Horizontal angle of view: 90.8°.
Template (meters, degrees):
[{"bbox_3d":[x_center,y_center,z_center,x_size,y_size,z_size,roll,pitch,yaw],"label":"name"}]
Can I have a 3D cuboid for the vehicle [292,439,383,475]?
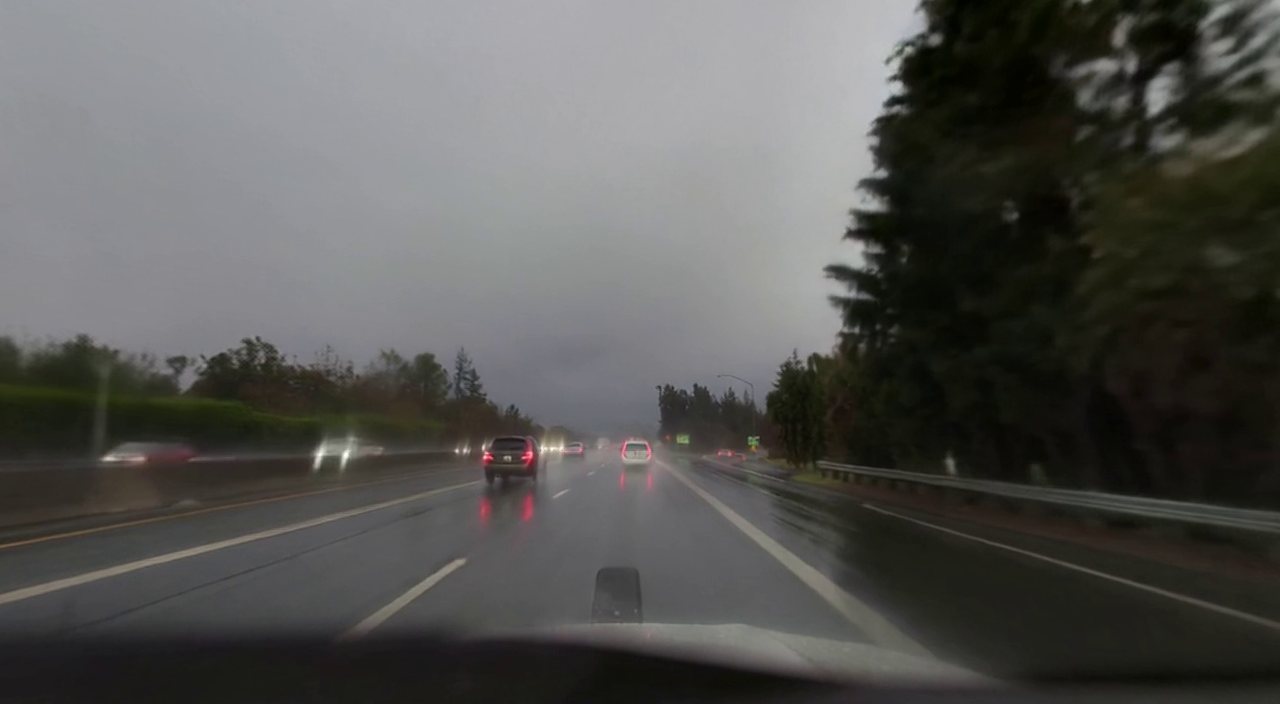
[{"bbox_3d":[-17.060,5.917,36.020,2.321,1.854,5.620,0,-8,1],"label":"vehicle"}]

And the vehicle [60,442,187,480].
[{"bbox_3d":[-21.393,4.498,26.404,1.822,1.467,4.062,0,-8,0],"label":"vehicle"}]

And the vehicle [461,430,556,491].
[{"bbox_3d":[-4.051,3.427,20.246,2.044,1.717,4.421,0,-8,1],"label":"vehicle"}]

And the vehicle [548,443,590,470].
[{"bbox_3d":[-4.248,6.284,38.387,2.084,1.528,4.094,0,-8,0],"label":"vehicle"}]

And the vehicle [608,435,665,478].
[{"bbox_3d":[-0.176,4.659,28.479,2.378,1.750,4.355,0,-8,-1],"label":"vehicle"}]
